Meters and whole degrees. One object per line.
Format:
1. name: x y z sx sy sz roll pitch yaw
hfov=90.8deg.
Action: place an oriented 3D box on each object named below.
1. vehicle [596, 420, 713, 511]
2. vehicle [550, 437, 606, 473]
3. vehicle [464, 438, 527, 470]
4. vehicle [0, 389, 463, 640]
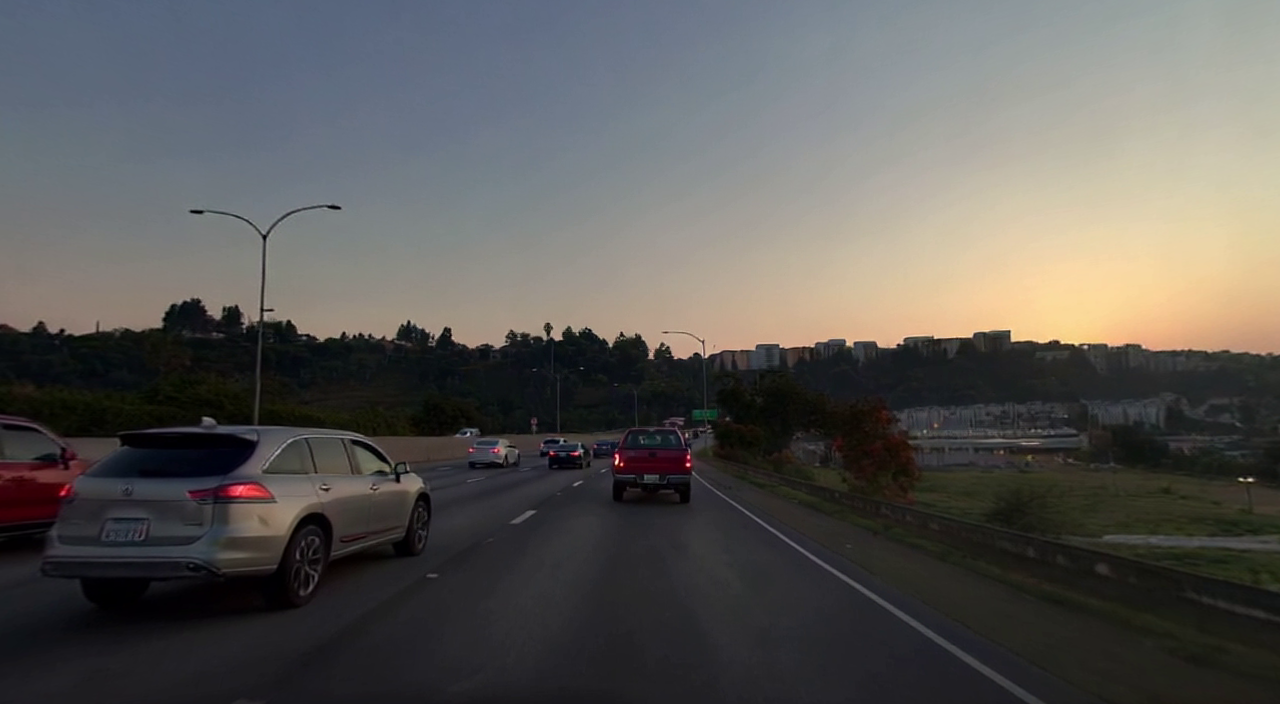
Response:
1. vehicle: 0.337 2.522 14.424 2.235 1.716 4.435 0 -9 2
2. vehicle: -2.742 4.648 28.703 1.868 1.470 4.105 -1 -9 4
3. vehicle: -7.025 5.011 31.142 1.856 1.459 4.251 -1 -9 4
4. vehicle: -3.612 1.432 6.556 2.076 1.688 4.334 -1 -9 3
